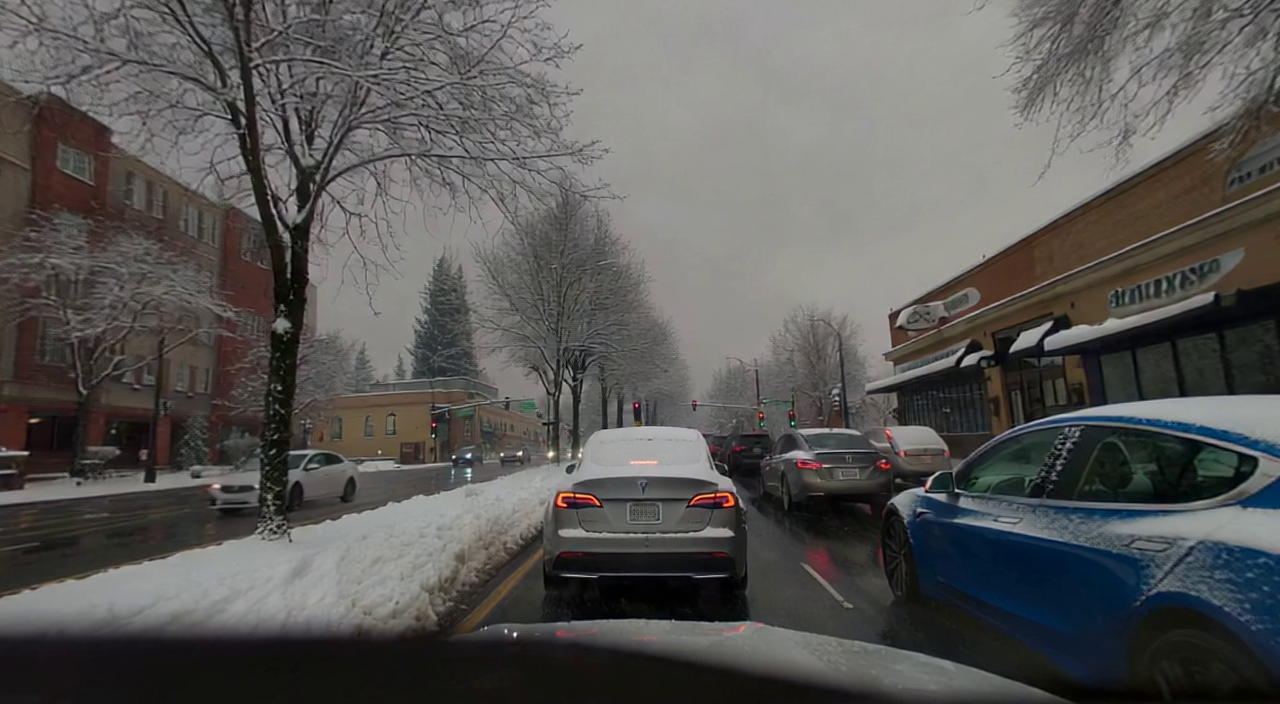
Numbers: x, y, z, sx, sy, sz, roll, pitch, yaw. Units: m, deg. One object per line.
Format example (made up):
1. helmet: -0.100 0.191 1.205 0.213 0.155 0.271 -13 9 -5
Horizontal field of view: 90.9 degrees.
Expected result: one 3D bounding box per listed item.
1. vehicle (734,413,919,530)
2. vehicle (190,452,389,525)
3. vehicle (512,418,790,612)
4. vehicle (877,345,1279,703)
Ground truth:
1. vehicle: 3.162 2.128 11.773 2.088 1.769 4.283 0 -8 -1
2. vehicle: -7.910 3.080 14.859 2.089 1.381 4.477 0 -8 0
3. vehicle: 0.101 1.553 6.911 2.137 1.488 3.938 0 -8 1
4. vehicle: 3.183 0.999 3.432 2.038 1.651 4.455 0 -8 0
